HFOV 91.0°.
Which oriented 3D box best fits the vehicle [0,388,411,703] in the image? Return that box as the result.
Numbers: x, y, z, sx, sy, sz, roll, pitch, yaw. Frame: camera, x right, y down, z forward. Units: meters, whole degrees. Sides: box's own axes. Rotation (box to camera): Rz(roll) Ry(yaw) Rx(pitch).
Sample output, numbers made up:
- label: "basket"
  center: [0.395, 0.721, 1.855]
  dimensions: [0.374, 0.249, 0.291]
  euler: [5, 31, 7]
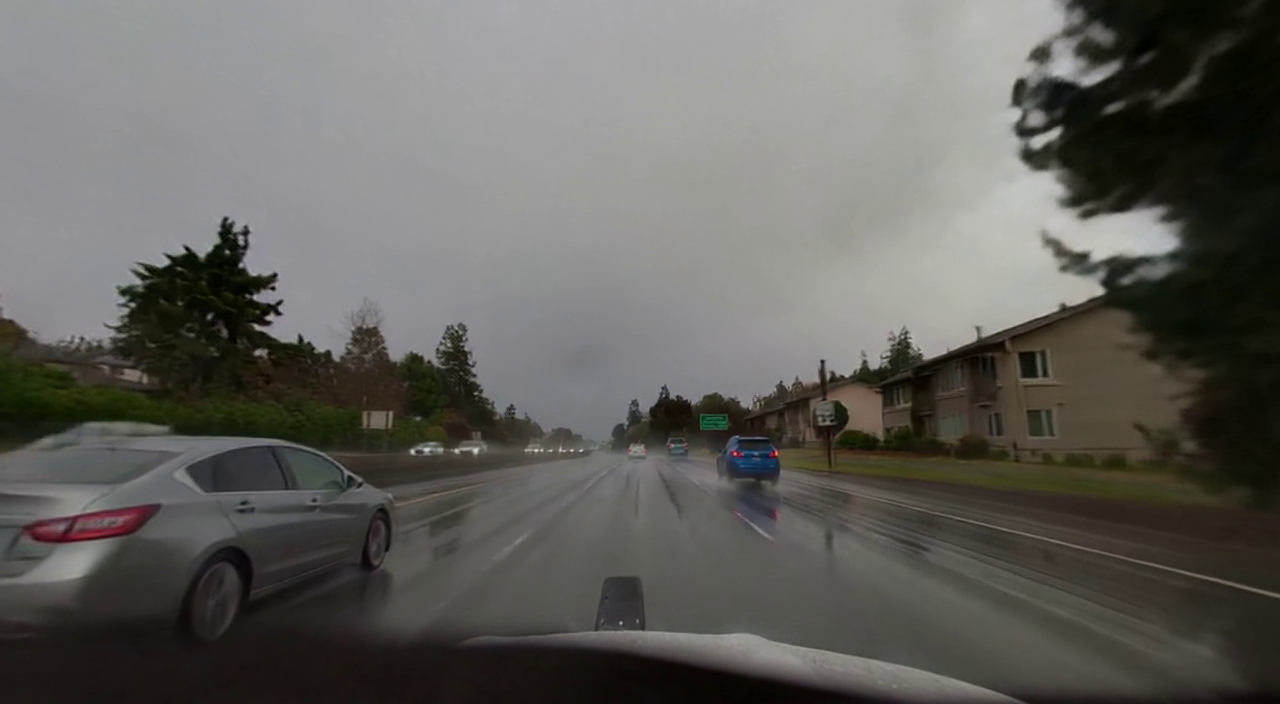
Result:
- label: "vehicle"
  center: [-3.585, 1.233, 4.691]
  dimensions: [2.036, 1.528, 4.400]
  euler: [0, -9, 1]

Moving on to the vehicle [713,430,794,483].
- label: "vehicle"
  center: [3.937, 3.723, 22.620]
  dimensions: [2.092, 1.686, 4.188]
  euler: [0, -9, -1]

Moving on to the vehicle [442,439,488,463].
- label: "vehicle"
  center: [-11.555, 6.541, 41.801]
  dimensions: [1.874, 1.499, 3.788]
  euler: [0, -9, 0]
